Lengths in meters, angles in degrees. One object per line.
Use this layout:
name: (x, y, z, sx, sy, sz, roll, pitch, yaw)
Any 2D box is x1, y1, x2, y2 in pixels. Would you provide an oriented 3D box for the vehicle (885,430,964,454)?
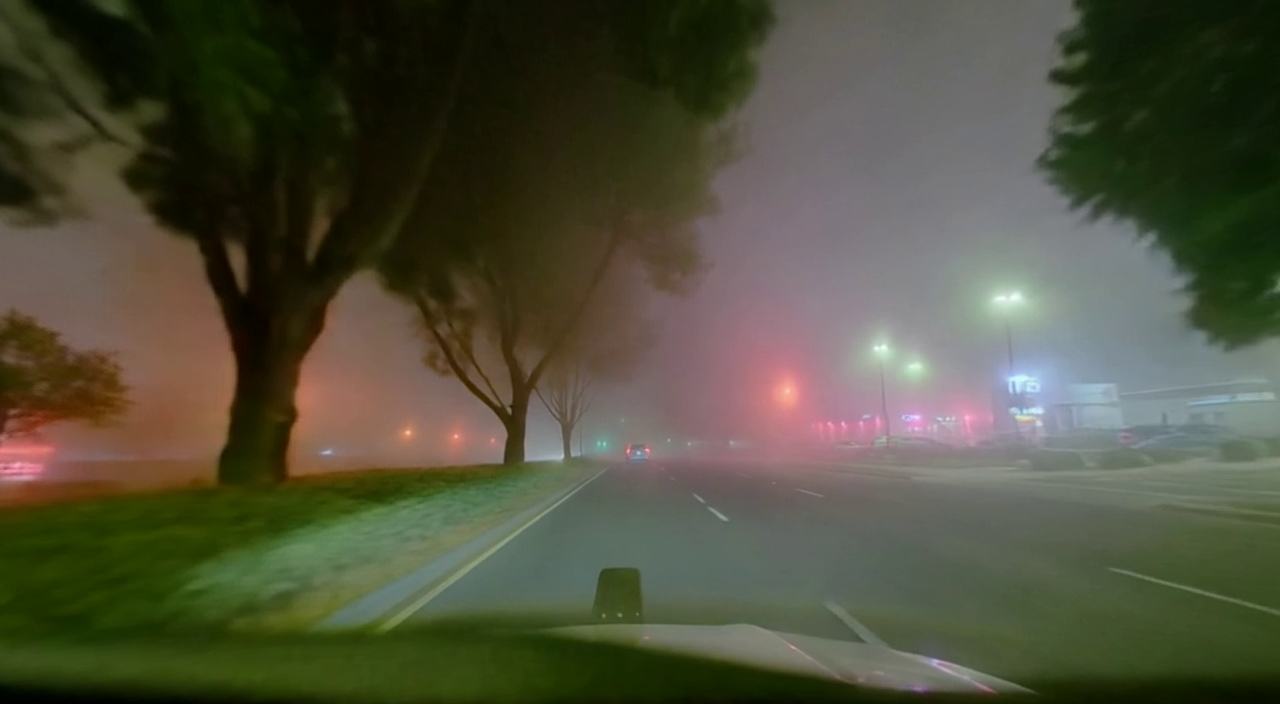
vehicle: (20.245, 6.436, 45.160, 4.586, 1.668, 2.113, -1, -9, 5)

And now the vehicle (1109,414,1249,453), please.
vehicle: (25.617, 3.966, 30.370, 1.921, 1.678, 5.257, 0, -8, -2)

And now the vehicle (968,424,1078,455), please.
vehicle: (20.940, 4.813, 34.677, 4.682, 1.630, 1.972, -1, -8, 2)

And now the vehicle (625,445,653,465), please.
vehicle: (-0.140, 8.078, 49.855, 2.159, 1.461, 4.142, 0, -8, -1)
